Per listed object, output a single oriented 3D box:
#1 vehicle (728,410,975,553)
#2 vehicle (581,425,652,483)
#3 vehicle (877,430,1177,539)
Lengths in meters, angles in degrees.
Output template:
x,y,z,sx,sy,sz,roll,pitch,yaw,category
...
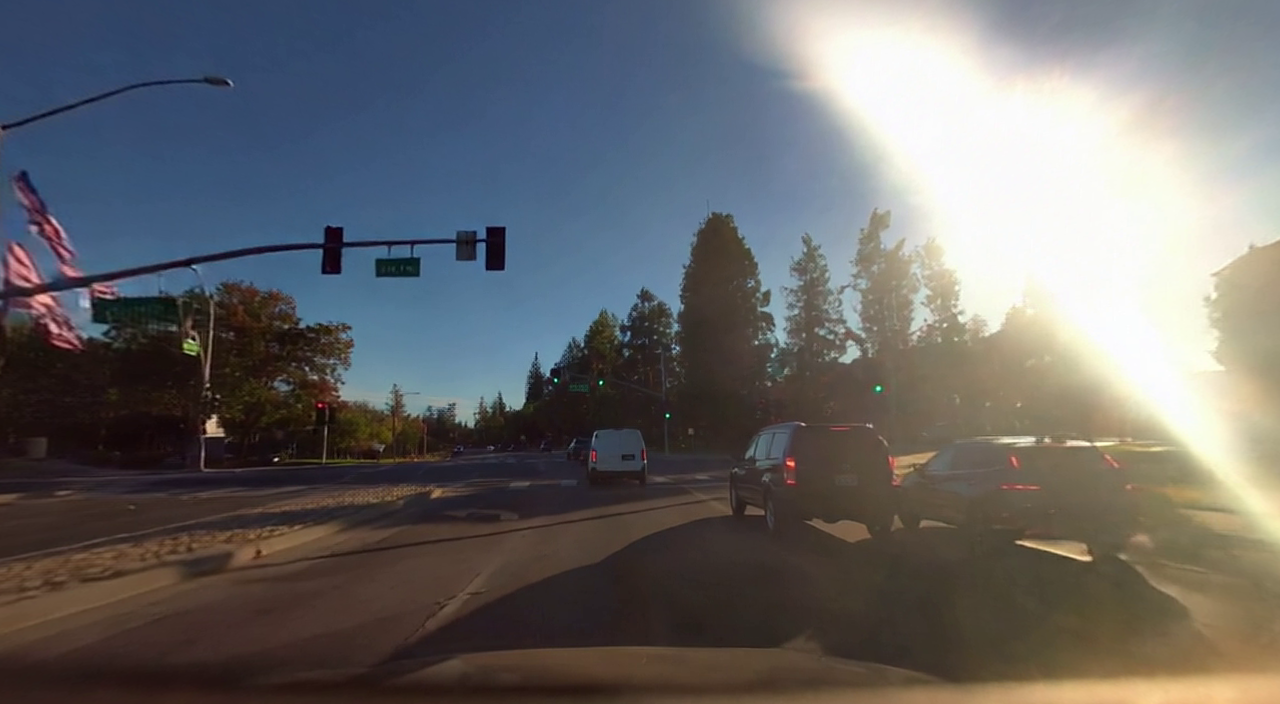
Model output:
x,y,z,sx,sy,sz,roll,pitch,yaw,category
2.876,1.889,9.915,2.024,1.686,4.588,0,-9,-4,vehicle
-0.953,3.591,22.458,2.185,1.822,4.583,1,-9,-6,vehicle
6.286,2.201,11.198,2.124,1.474,4.880,0,-9,-2,vehicle
